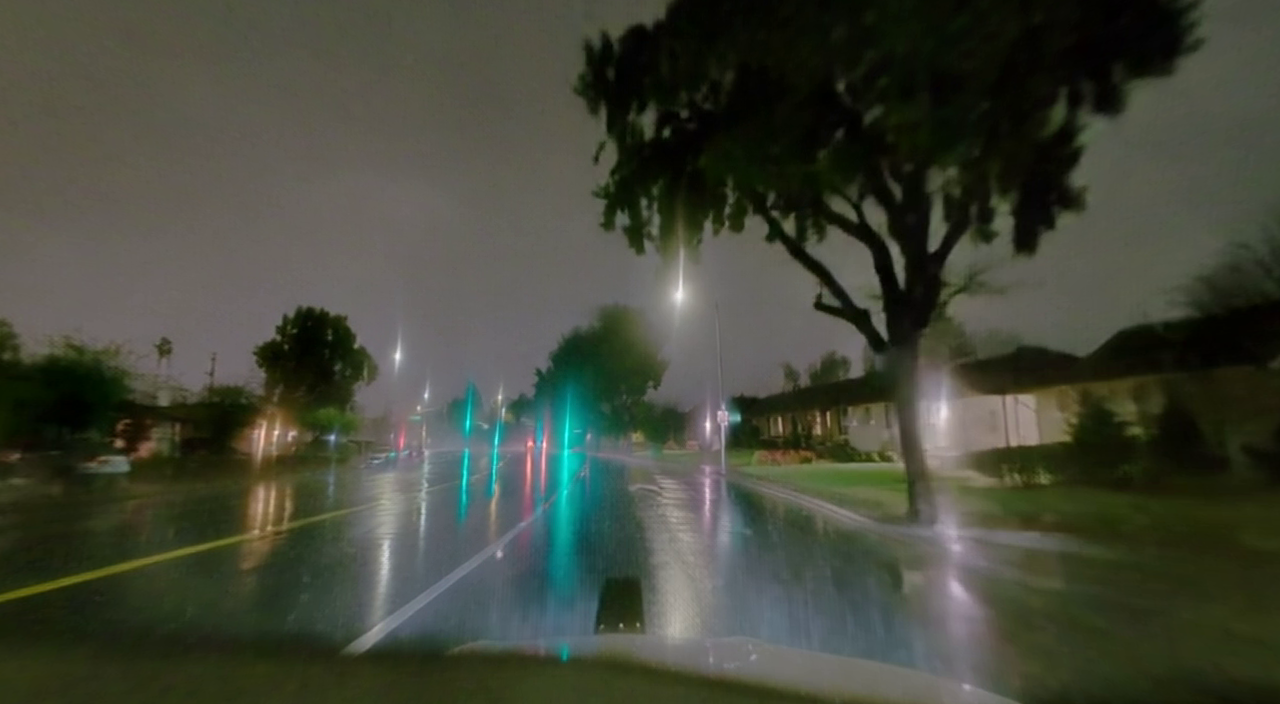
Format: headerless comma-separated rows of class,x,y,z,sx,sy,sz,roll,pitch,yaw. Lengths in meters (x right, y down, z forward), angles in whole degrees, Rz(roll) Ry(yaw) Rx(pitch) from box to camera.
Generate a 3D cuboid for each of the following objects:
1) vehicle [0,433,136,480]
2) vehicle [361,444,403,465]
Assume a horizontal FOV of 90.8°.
vehicle,-21.753,3.913,23.744,3.832,1.683,1.877,1,-8,-7
vehicle,-18.457,7.303,45.348,1.911,1.436,4.554,2,-8,-11
